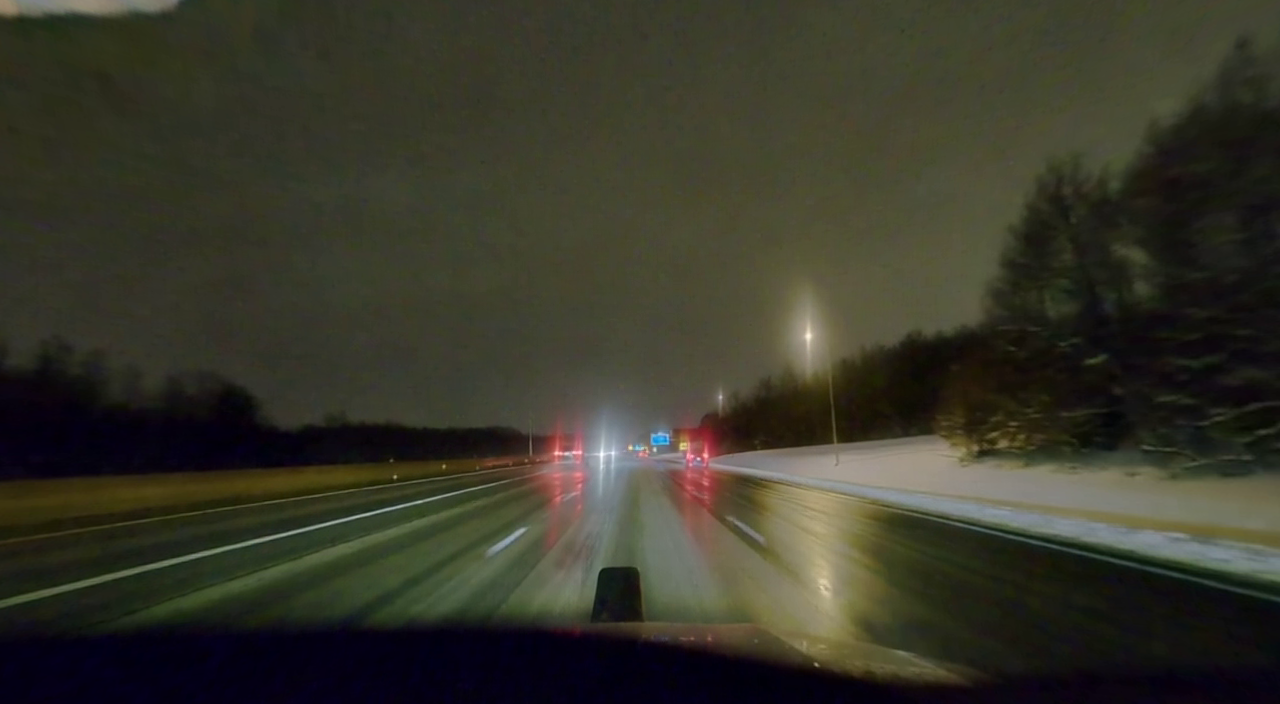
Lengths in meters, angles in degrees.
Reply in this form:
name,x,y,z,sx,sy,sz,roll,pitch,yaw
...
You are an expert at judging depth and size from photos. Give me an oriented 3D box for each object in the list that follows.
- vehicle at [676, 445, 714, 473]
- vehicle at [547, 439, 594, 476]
name,x,y,z,sx,sy,sz,roll,pitch,yaw
vehicle,3.698,7.280,43.149,2.133,1.746,4.511,0,-9,-1
vehicle,-4.146,6.372,38.332,2.278,2.054,4.498,0,-9,1
